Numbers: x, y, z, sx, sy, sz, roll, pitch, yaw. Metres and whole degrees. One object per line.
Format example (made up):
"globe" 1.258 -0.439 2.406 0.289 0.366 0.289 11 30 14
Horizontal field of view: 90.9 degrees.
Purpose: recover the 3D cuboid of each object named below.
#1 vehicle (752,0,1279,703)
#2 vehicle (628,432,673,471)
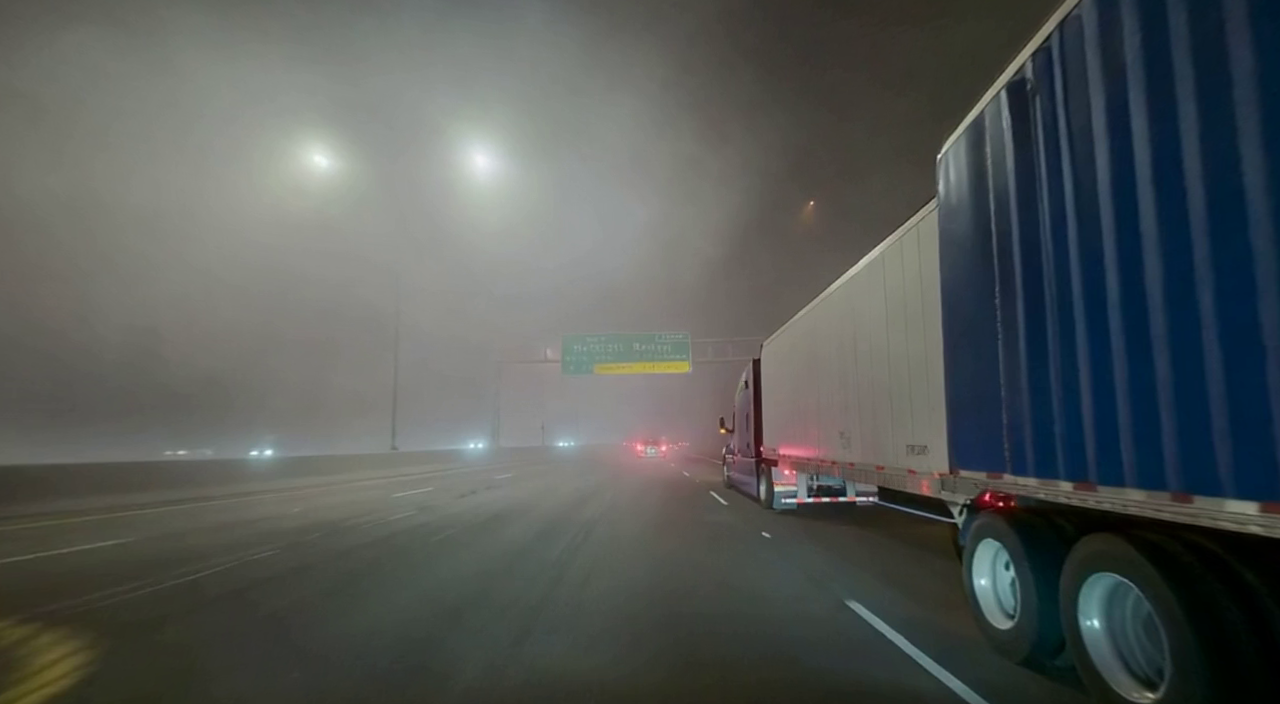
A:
"vehicle" 4.141 0.337 7.005 3.019 4.145 16.453 -1 -8 1
"vehicle" 0.513 5.132 32.628 2.205 1.860 4.301 0 -8 0
